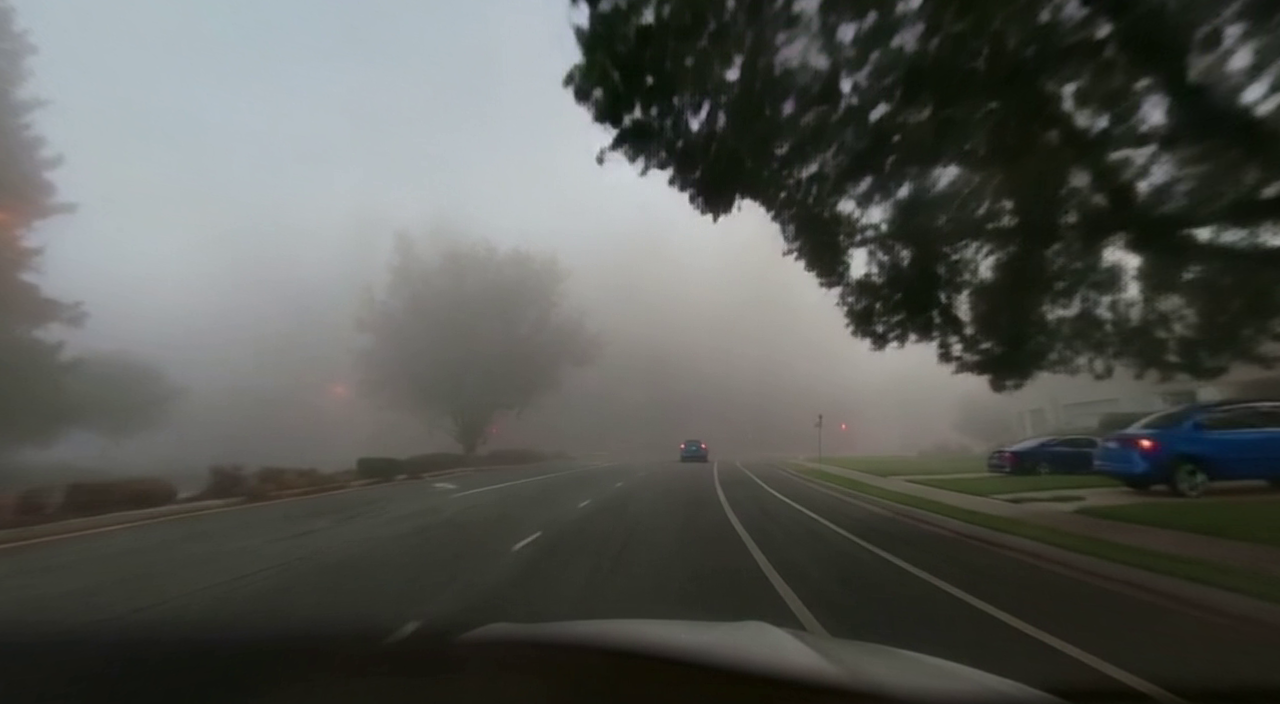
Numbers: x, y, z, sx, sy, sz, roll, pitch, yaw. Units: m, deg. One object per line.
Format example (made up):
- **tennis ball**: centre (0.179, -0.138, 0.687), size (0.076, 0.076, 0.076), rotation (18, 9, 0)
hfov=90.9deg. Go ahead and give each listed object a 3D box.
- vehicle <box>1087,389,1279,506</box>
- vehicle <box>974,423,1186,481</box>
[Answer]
- **vehicle**: centre (11.929, 1.841, 12.226), size (4.672, 2.044, 2.248), rotation (-1, -8, 4)
- **vehicle**: centre (12.453, 2.863, 18.144), size (4.544, 1.535, 1.921), rotation (-1, -8, 5)
